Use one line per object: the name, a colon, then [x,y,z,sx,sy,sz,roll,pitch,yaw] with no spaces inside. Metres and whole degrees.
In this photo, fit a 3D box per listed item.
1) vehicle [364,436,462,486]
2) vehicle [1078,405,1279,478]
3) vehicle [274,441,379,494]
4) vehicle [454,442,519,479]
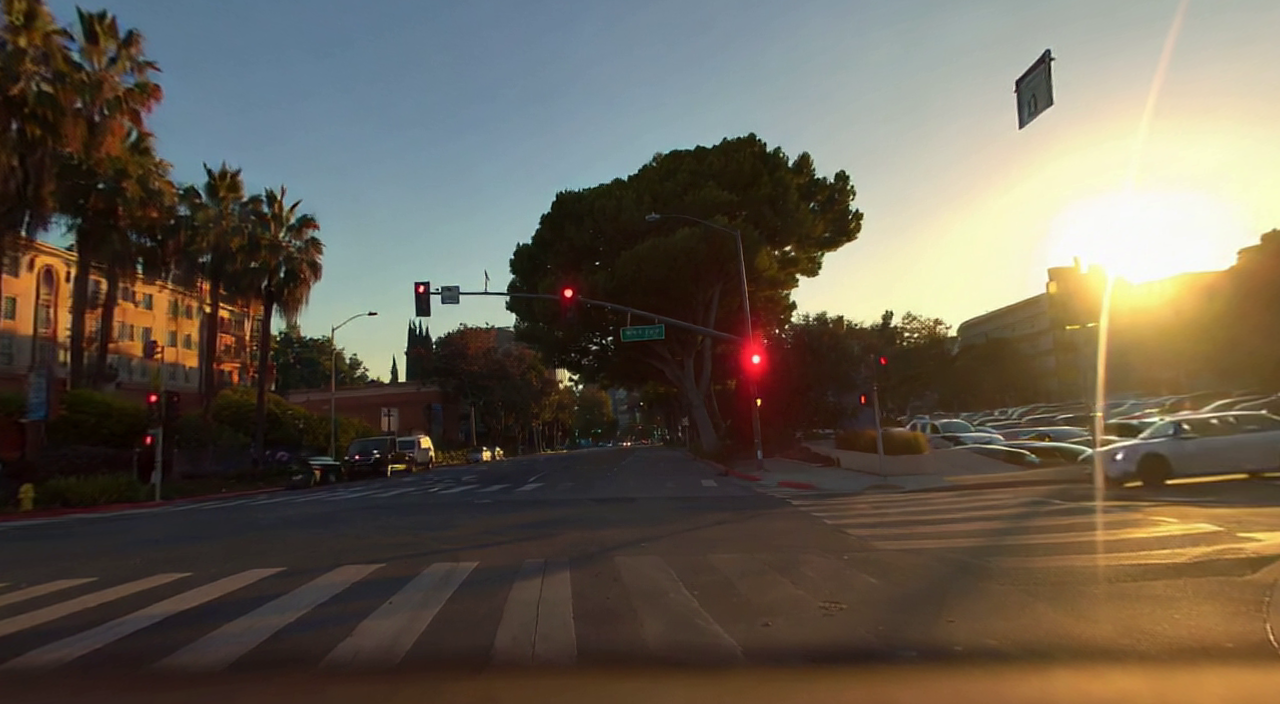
vehicle: [-10.202,4.956,29.052,2.475,1.940,5.702,-3,-9,-1]
vehicle: [12.979,2.017,14.276,4.531,1.461,1.882,-3,-9,10]
vehicle: [-13.758,5.062,28.140,2.251,1.957,4.968,-4,-9,-1]
vehicle: [-7.014,4.995,29.320,2.024,1.470,4.153,-3,-9,-1]
